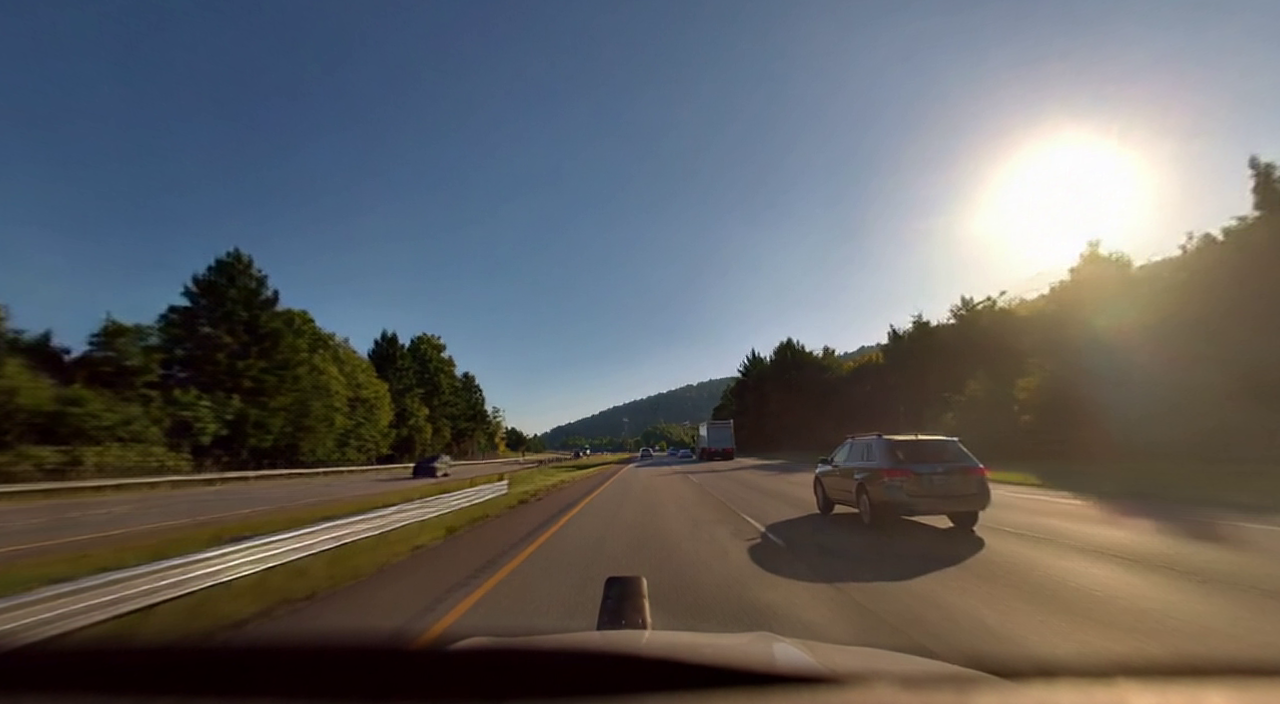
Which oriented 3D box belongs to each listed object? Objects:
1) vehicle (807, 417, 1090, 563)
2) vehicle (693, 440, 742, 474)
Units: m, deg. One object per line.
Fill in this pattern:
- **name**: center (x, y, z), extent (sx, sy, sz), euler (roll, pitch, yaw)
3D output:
- **vehicle**: center (3.996, 1.857, 9.119), extent (2.005, 1.604, 4.002), euler (0, -9, -1)
- **vehicle**: center (4.084, 5.622, 33.832), extent (2.022, 1.658, 4.132), euler (0, -9, -1)
